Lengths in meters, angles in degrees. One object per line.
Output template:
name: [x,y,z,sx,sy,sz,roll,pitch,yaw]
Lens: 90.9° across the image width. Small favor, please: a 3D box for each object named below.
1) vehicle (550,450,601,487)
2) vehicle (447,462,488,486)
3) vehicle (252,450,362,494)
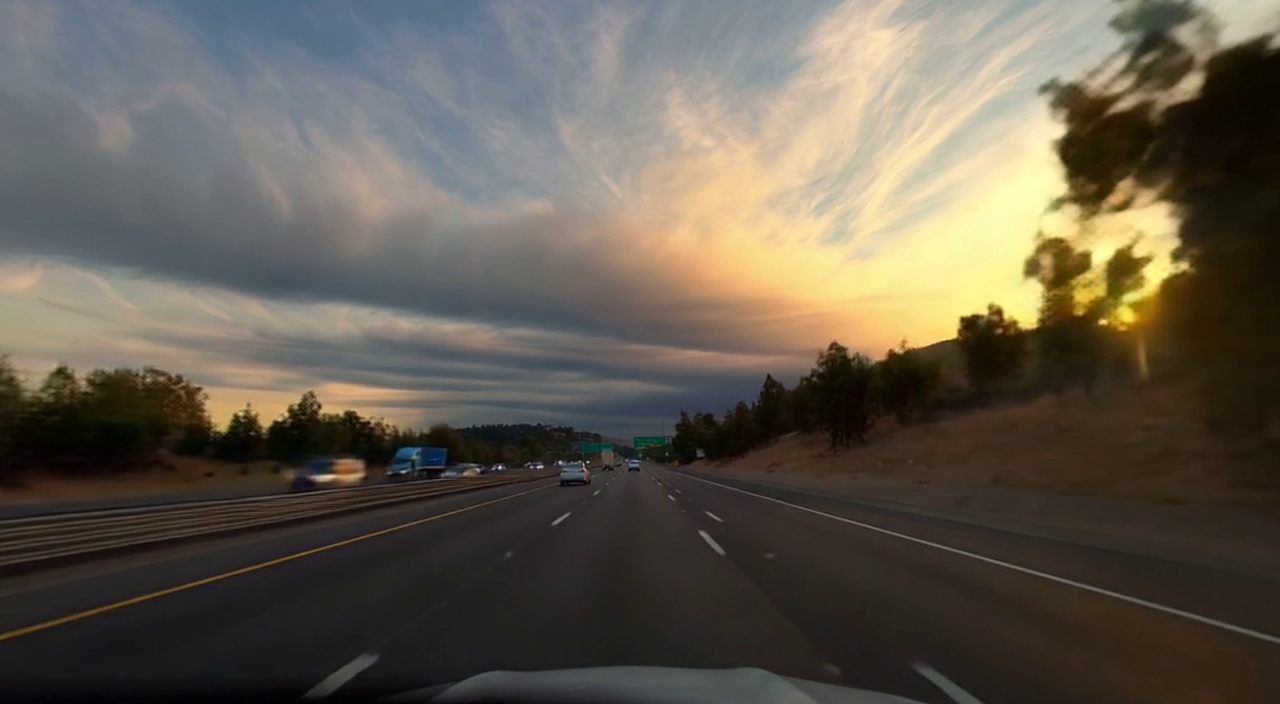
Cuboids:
vehicle: [-3.576,6.639,35.944,2.390,1.879,4.423,1,-10,0]
vehicle: [-11.975,8.480,43.962,1.738,1.528,4.011,1,-10,0]
vehicle: [-15.725,5.737,30.212,2.217,1.854,5.450,1,-10,0]
